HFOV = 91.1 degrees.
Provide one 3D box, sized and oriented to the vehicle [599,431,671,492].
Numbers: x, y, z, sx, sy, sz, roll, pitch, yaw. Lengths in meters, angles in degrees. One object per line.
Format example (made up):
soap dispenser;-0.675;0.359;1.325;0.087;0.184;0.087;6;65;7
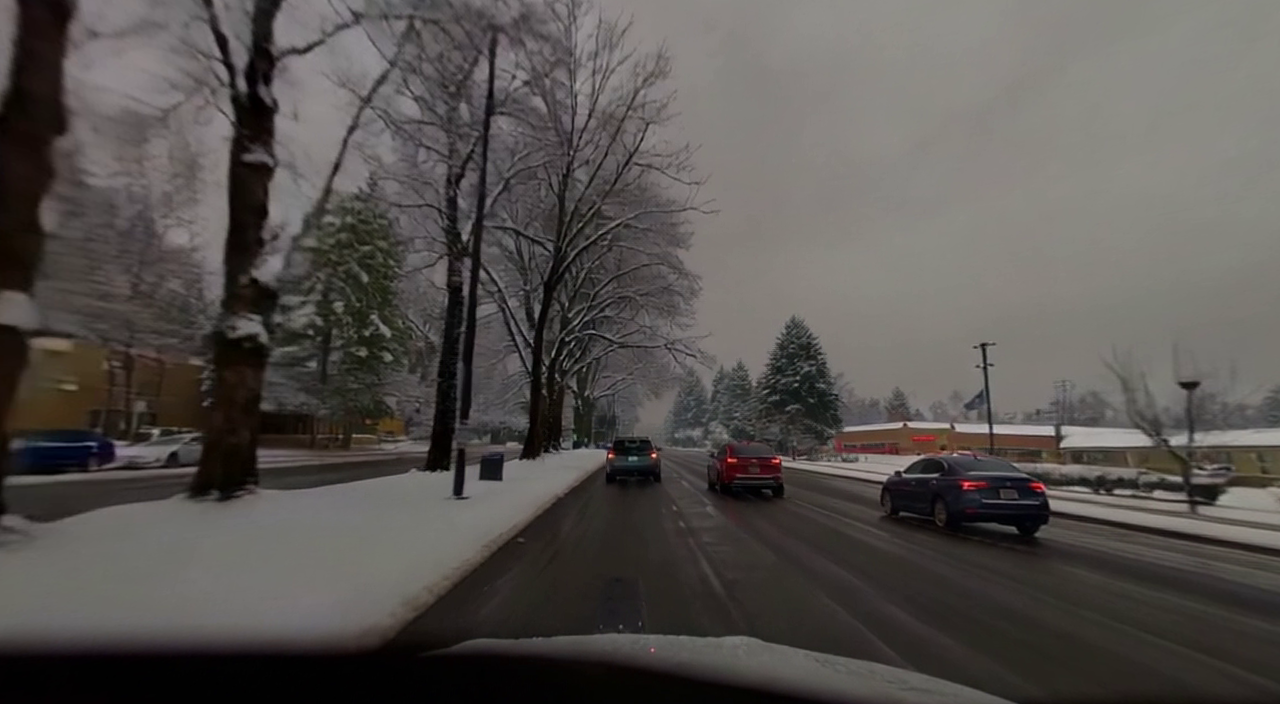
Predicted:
vehicle;-0.146;3.388;19.726;2.008;1.674;4.239;0;-8;0

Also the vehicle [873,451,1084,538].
vehicle;6.708;2.825;13.120;1.944;1.458;4.268;0;-8;-1

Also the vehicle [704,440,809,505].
vehicle;2.960;3.162;16.913;1.932;1.510;4.168;0;-8;-1

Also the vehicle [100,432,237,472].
vehicle;-18.950;4.043;25.600;1.851;1.477;4.891;0;-8;-1

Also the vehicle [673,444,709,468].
vehicle;3.363;6.938;42.070;2.012;1.462;4.163;0;-8;-1

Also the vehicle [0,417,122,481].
vehicle;-19.089;2.993;19.399;1.903;1.768;4.985;0;-8;0
